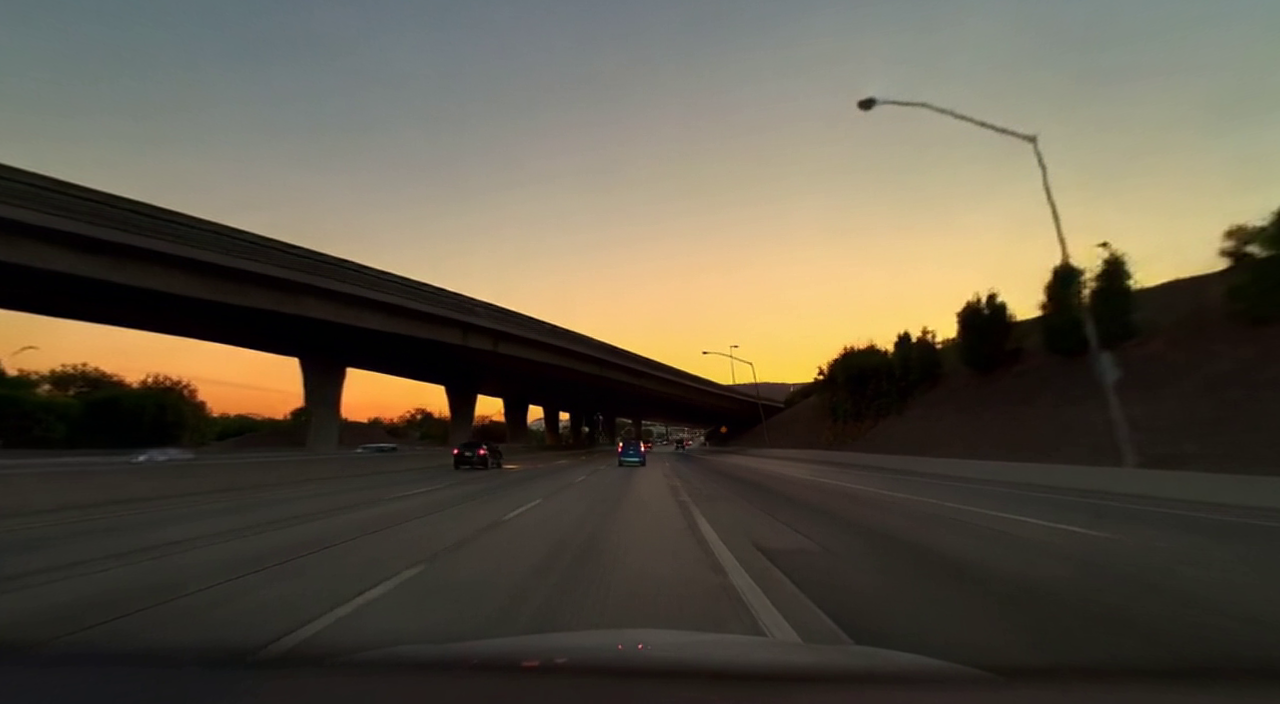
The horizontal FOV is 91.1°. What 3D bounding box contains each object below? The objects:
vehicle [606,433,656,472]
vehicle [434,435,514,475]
[{"bbox_3d":[-0.337,4.715,29.595,2.155,1.690,4.318,0,-8,1],"label":"vehicle"},{"bbox_3d":[-6.925,4.353,26.680,1.994,1.519,4.668,0,-9,2],"label":"vehicle"}]
